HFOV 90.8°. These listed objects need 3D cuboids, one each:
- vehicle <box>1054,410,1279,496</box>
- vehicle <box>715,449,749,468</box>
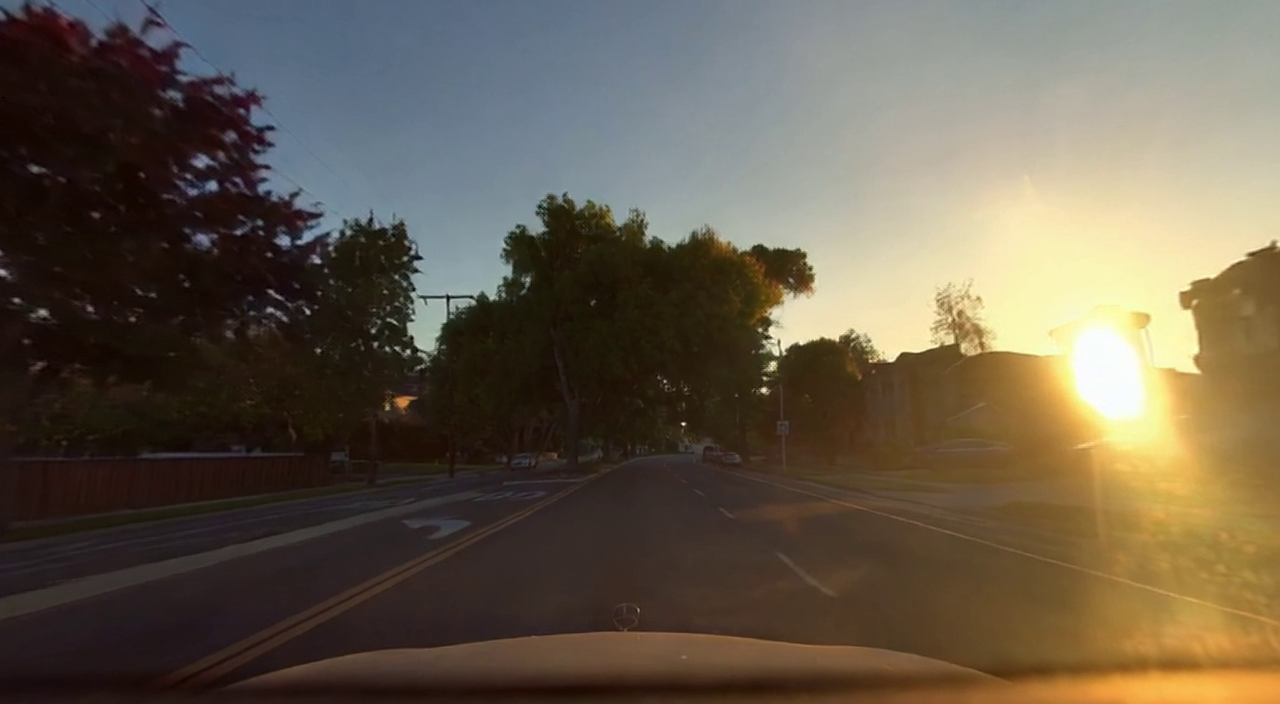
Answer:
[{"bbox_3d":[13.606,2.530,15.946,4.711,1.979,2.019,-1,-9,4],"label":"vehicle"},{"bbox_3d":[7.161,8.266,49.348,1.946,1.404,4.609,0,-9,0],"label":"vehicle"}]
